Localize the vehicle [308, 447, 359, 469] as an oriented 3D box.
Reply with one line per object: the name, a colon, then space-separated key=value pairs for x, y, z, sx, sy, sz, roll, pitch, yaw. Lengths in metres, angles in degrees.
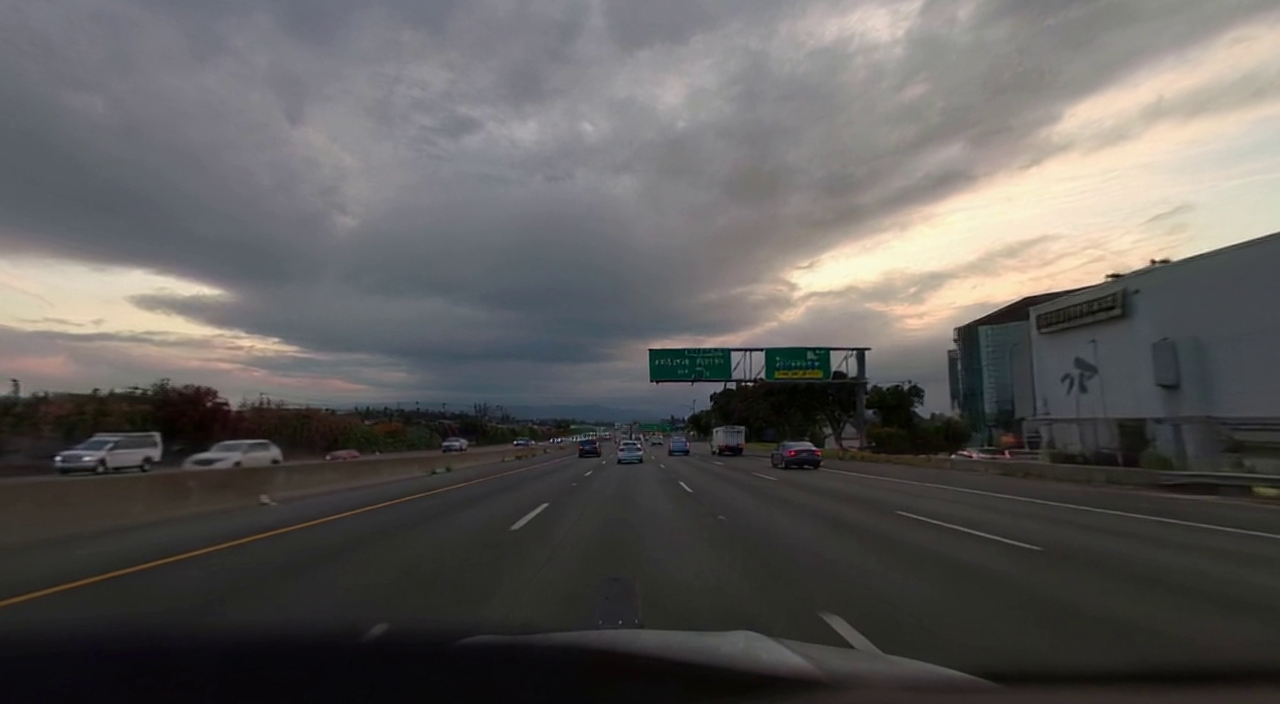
vehicle: x=-22.242 y=7.682 z=45.966 sx=1.892 sy=1.447 sz=3.595 roll=0 pitch=-9 yaw=-1

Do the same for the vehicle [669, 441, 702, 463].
vehicle: x=2.979 y=6.621 z=41.954 sx=1.816 sy=1.353 sz=3.809 roll=0 pitch=-9 yaw=-2

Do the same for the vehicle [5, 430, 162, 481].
vehicle: x=-29.532 y=5.520 z=33.971 sx=2.378 sy=2.420 sz=6.571 roll=0 pitch=-9 yaw=0

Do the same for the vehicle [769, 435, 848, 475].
vehicle: x=6.682 y=4.144 z=25.588 sx=1.879 sy=1.428 sz=4.402 roll=0 pitch=-9 yaw=-2

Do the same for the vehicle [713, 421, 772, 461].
vehicle: x=6.824 y=6.109 z=42.969 sx=2.790 sy=2.473 sz=6.815 roll=0 pitch=-9 yaw=0

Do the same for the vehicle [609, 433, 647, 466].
vehicle: x=-0.672 y=5.489 z=35.641 sx=2.002 sy=1.759 sz=4.658 roll=0 pitch=-9 yaw=-1

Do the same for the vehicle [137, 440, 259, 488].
vehicle: x=-14.109 y=3.574 z=20.392 sx=1.546 sy=1.405 sz=3.307 roll=0 pitch=-9 yaw=-1
